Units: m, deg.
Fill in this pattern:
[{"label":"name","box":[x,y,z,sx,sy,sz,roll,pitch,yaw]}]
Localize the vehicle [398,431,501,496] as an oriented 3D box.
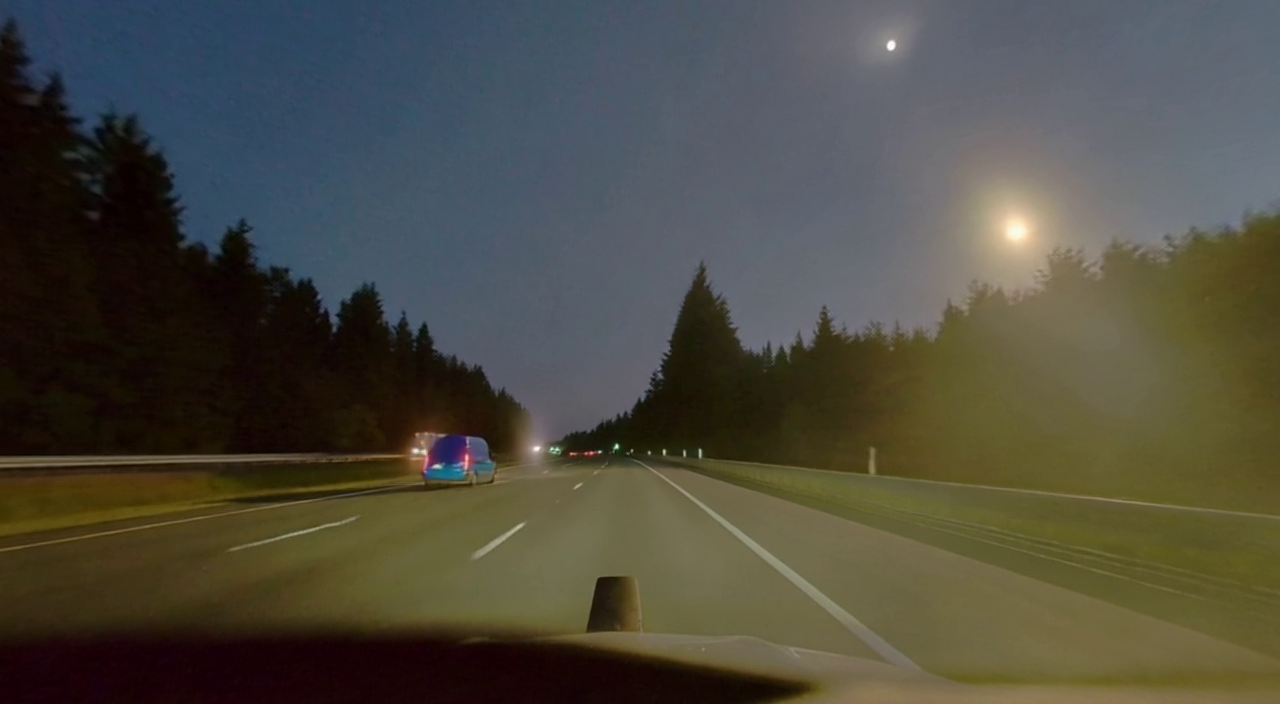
[{"label":"vehicle","box":[-6.648,3.969,22.726,2.197,2.038,4.919,0,-9,0]}]
